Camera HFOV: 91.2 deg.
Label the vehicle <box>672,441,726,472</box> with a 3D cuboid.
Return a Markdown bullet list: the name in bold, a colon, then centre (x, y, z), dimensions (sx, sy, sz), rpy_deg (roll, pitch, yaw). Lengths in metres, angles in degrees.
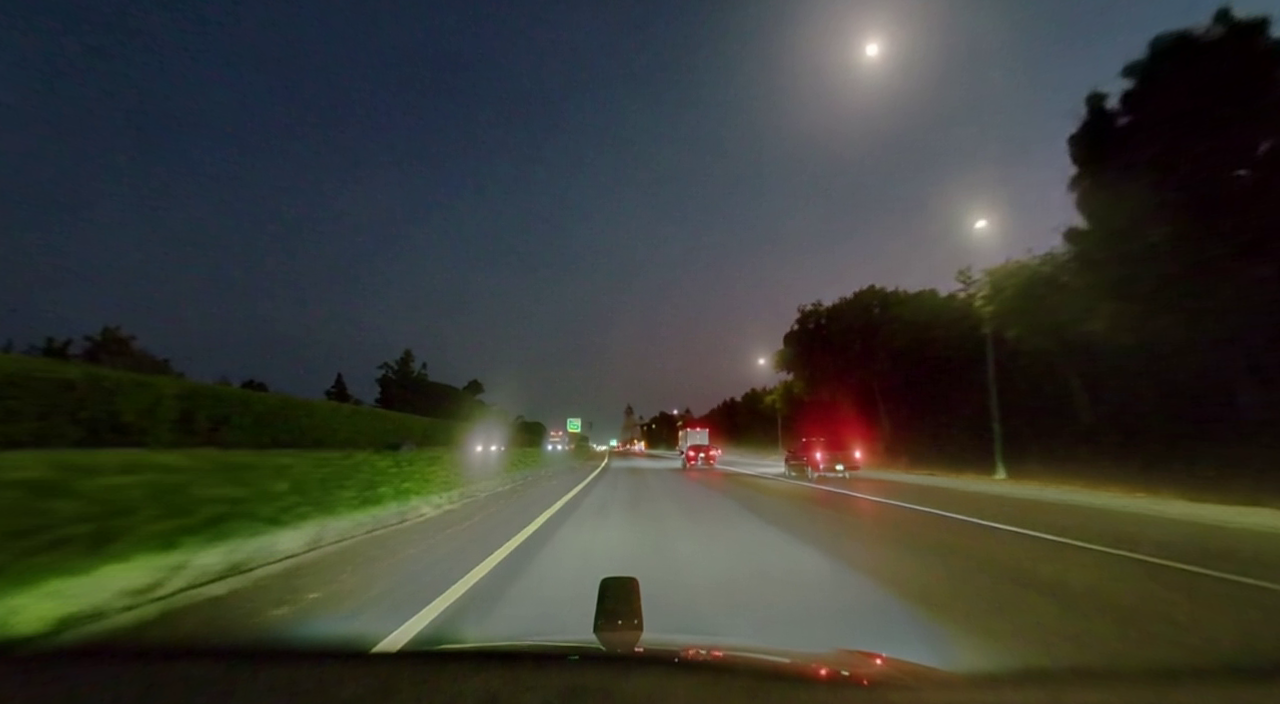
- **vehicle**: centre (3.020, 5.506, 33.091), dimensions (2.244, 1.498, 4.338), rpy_deg (0, -9, -3)

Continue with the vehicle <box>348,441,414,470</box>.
- **vehicle**: centre (-13.630, 5.483, 33.279), dimensions (1.779, 1.429, 4.161), rpy_deg (0, -9, -1)
